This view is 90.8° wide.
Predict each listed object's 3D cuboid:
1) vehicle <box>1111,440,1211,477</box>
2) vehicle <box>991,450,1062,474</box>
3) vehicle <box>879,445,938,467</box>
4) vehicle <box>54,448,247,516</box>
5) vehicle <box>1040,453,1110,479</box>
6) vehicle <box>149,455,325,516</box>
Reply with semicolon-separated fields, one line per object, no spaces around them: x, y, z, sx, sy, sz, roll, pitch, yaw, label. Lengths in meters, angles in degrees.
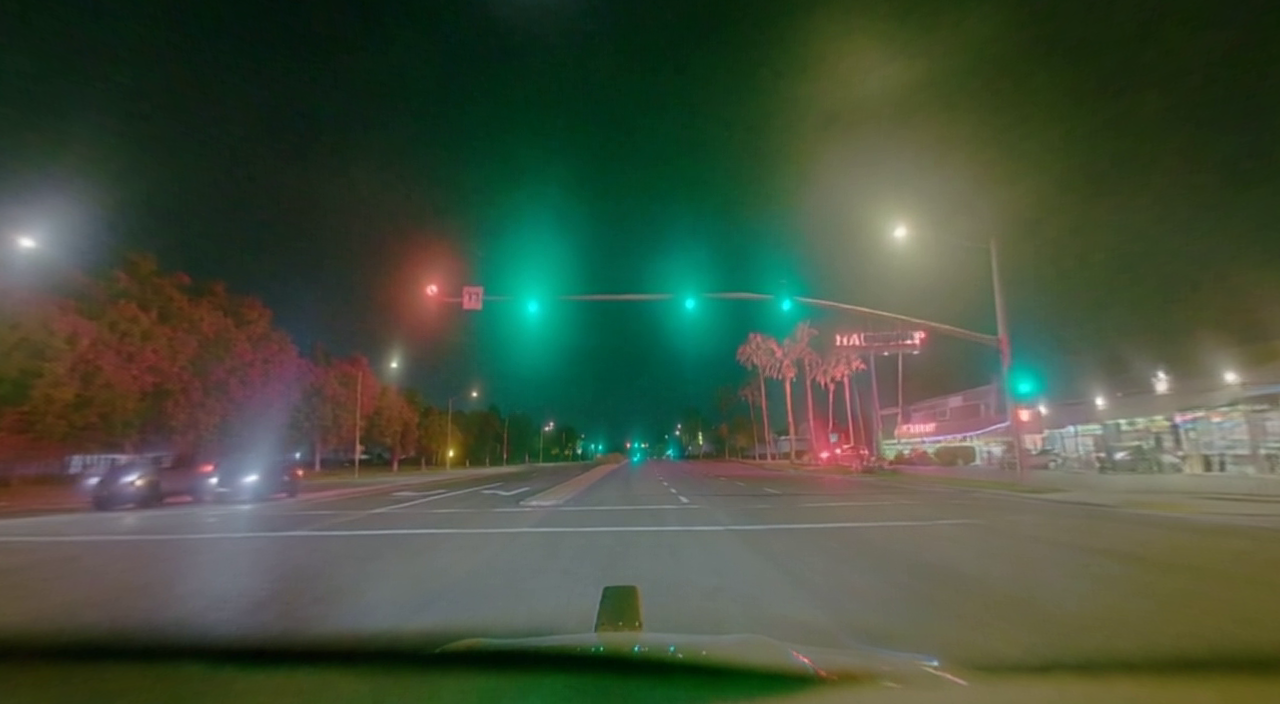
24.470;5.015;29.697;3.381;1.424;2.059;0;-11;-22;vehicle
22.540;6.403;36.856;3.280;1.344;1.518;2;-9;-11;vehicle
20.123;7.802;47.398;3.576;1.443;1.822;-2;-8;-3;vehicle
-14.563;3.840;19.298;1.976;1.758;4.986;0;-9;-2;vehicle
23.457;6.118;34.098;3.142;1.270;1.464;2;-10;-21;vehicle
-11.246;3.727;18.141;2.019;1.434;4.622;0;-9;0;vehicle
